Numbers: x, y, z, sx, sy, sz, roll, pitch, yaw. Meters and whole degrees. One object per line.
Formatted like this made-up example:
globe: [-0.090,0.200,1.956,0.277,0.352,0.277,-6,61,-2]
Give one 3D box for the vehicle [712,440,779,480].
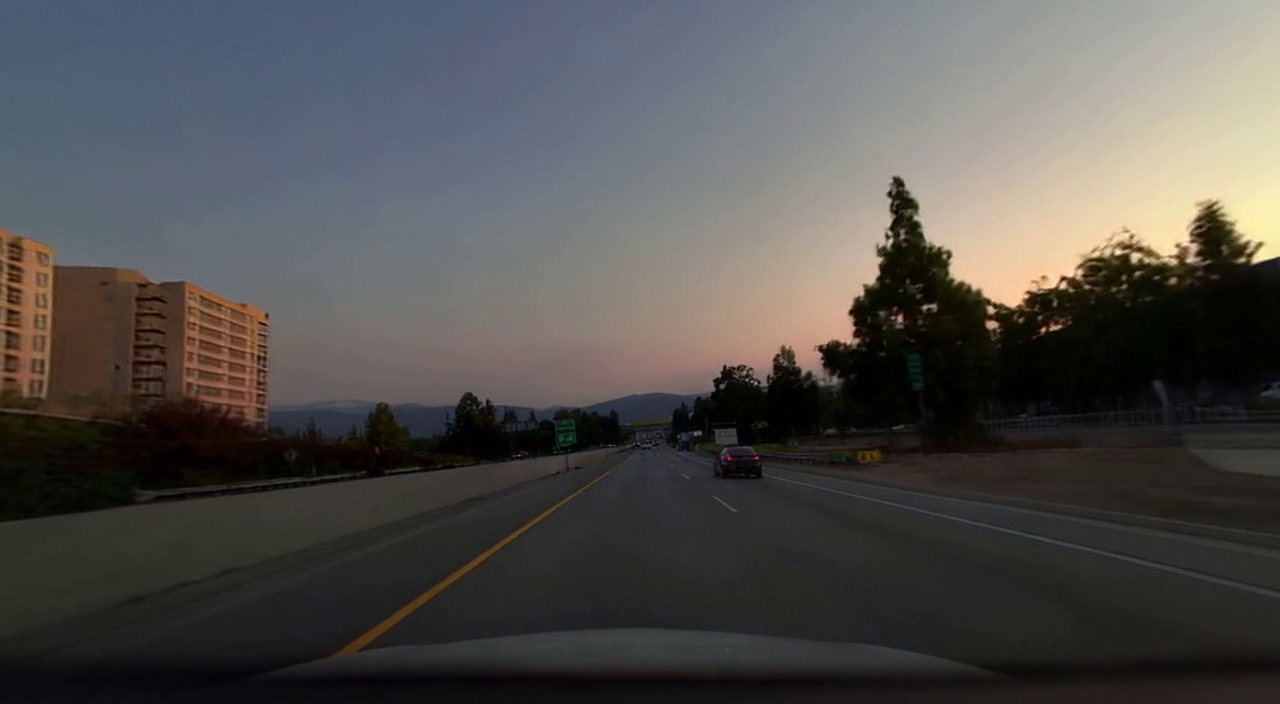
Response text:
vehicle: [4.328,4.519,26.620,2.042,1.518,4.477,0,-8,0]
